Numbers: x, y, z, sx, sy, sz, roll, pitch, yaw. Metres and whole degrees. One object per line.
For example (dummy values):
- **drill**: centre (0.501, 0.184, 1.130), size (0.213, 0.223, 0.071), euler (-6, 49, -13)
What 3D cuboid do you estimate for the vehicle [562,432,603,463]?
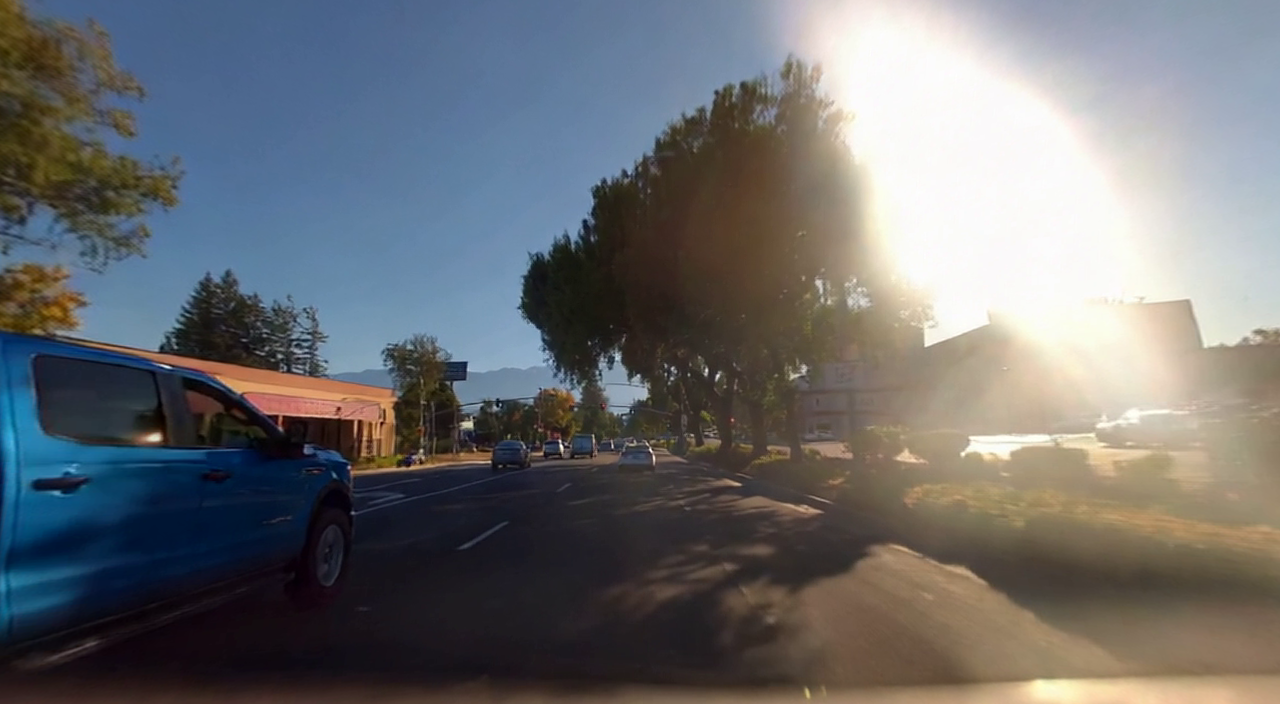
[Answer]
- **vehicle**: centre (-3.817, 6.397, 42.152), size (2.243, 1.976, 4.514), euler (0, -9, 1)

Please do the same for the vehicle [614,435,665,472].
- **vehicle**: centre (-0.062, 4.699, 29.235), size (2.191, 1.530, 4.470), euler (0, -9, -1)

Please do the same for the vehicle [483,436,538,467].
- **vehicle**: centre (-7.868, 6.123, 38.702), size (2.146, 1.788, 5.153), euler (0, -9, 2)

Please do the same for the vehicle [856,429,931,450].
- **vehicle**: centre (19.285, 6.687, 47.804), size (5.025, 1.475, 1.956), euler (-5, -10, 29)

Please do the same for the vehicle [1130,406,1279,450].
- **vehicle**: centre (22.753, 3.062, 24.946), size (4.767, 1.443, 1.978), euler (-7, -11, 29)

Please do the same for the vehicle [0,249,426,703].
- **vehicle**: centre (-3.576, 0.759, 2.848), size (2.552, 2.079, 6.810), euler (0, -9, 2)
